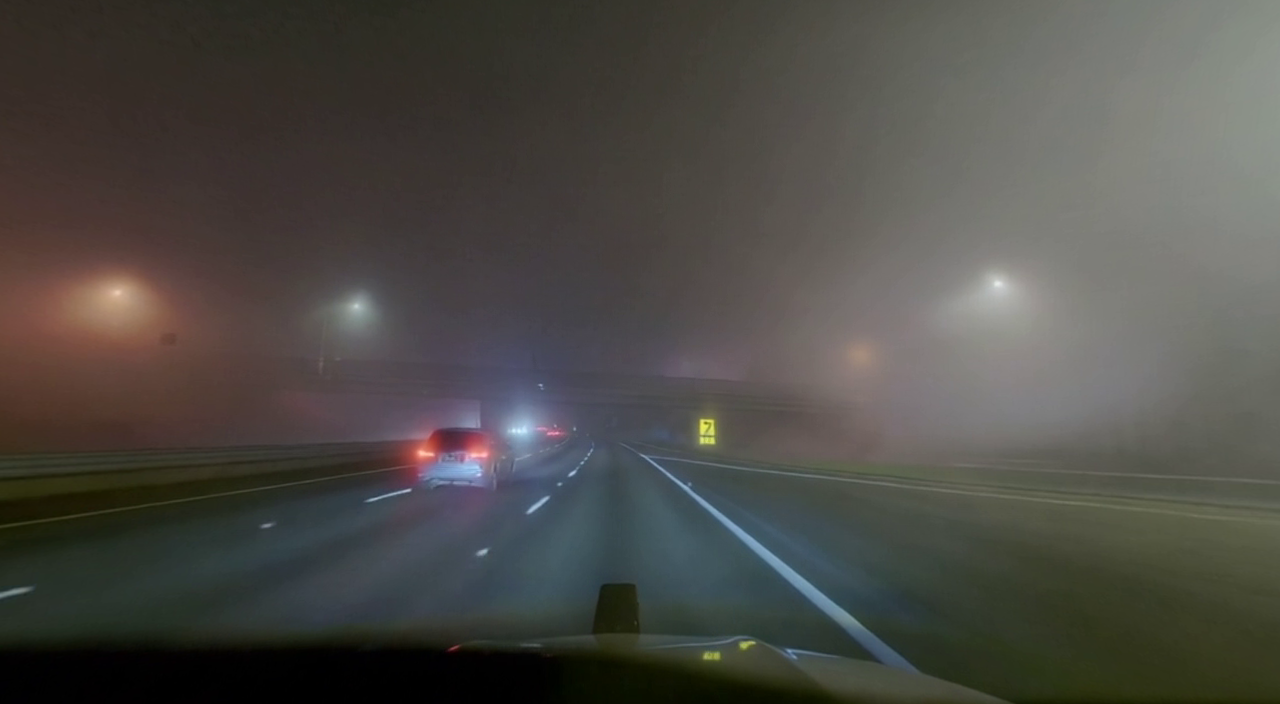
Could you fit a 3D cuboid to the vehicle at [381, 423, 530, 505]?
[{"bbox_3d":[-4.083,2.552,14.934,2.123,1.601,4.887,0,-8,-1],"label":"vehicle"}]
